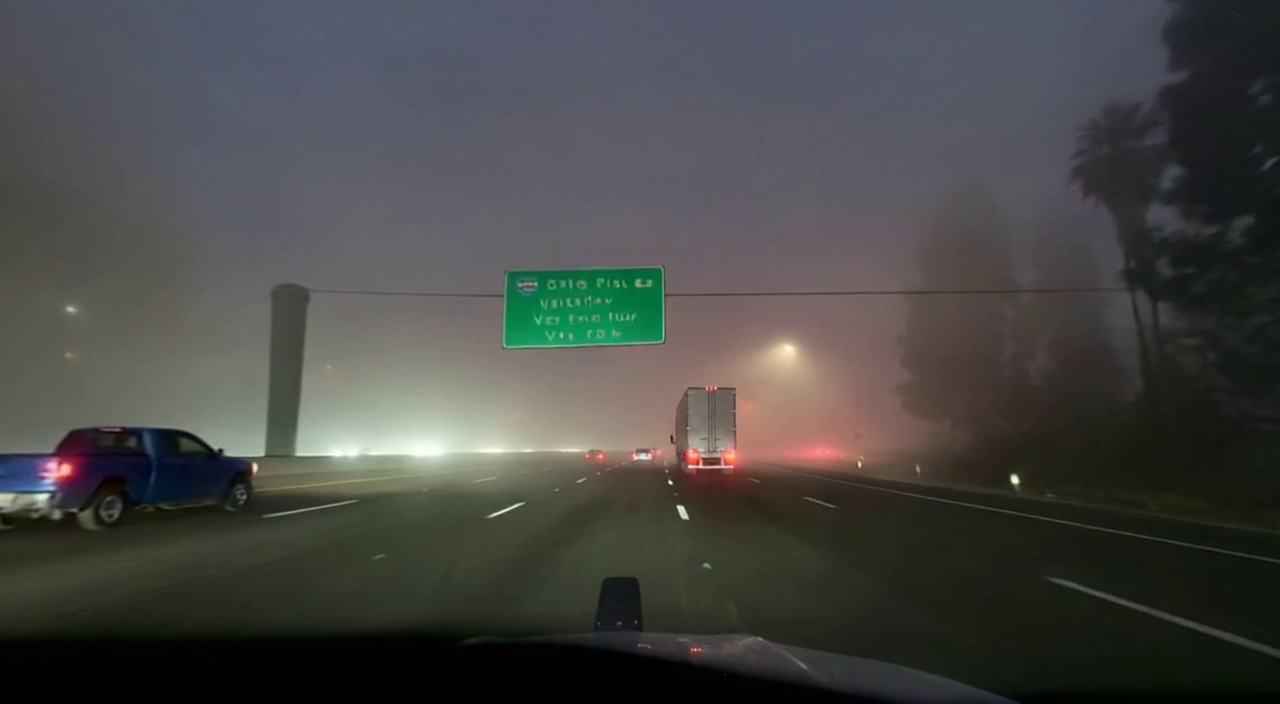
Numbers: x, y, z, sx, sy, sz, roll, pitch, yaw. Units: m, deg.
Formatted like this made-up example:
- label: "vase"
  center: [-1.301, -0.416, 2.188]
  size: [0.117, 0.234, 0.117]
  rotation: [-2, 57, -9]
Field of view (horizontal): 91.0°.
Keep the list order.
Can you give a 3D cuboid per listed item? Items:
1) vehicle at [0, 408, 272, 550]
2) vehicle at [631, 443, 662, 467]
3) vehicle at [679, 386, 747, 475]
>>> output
- label: "vehicle"
  center: [-8.690, 1.926, 10.256]
  size: [2.264, 1.728, 4.940]
  rotation: [0, -8, 2]
- label: "vehicle"
  center: [0.559, 7.954, 48.784]
  size: [2.287, 1.689, 4.307]
  rotation: [0, -8, 2]
- label: "vehicle"
  center: [3.942, 4.824, 37.890]
  size: [2.891, 4.123, 16.415]
  rotation: [0, -8, 3]
